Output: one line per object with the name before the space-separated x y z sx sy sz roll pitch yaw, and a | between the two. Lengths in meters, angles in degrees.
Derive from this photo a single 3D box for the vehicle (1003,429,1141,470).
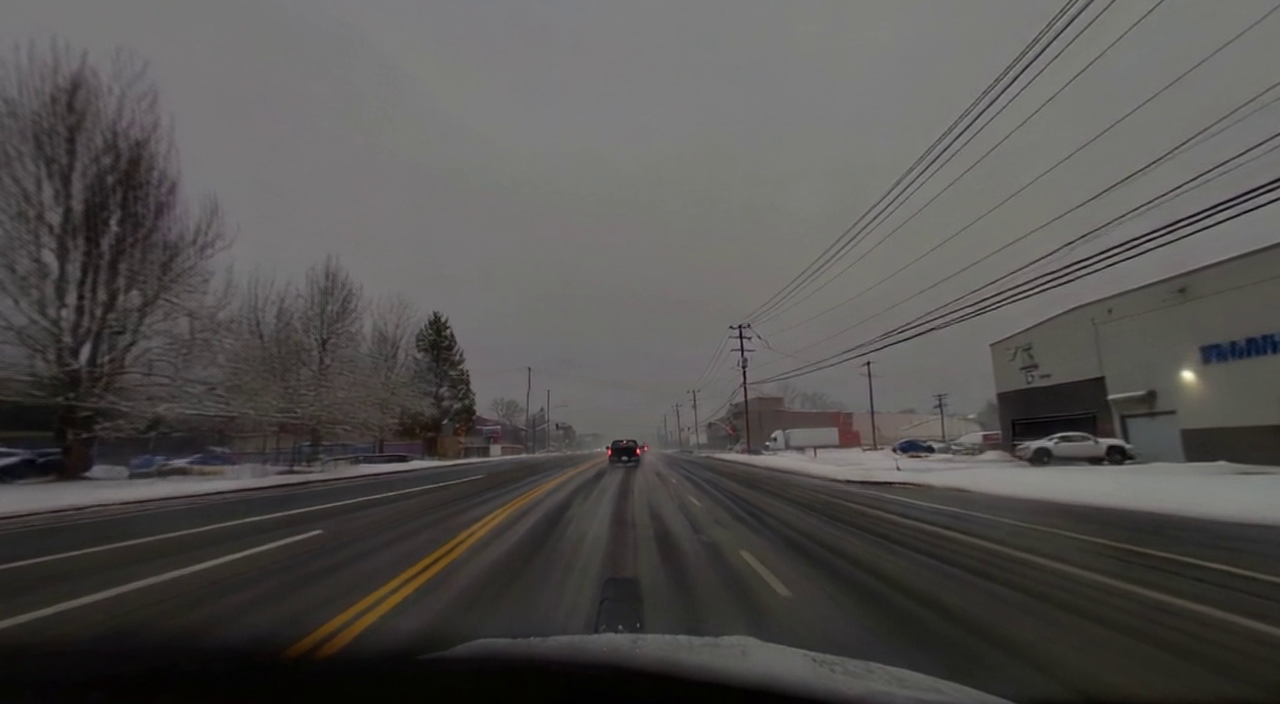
vehicle | 23.281 5.281 34.231 5.669 2.073 2.297 -1 -8 2

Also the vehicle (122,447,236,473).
vehicle | -26.475 6.191 36.417 4.728 1.431 2.287 0 -8 -2

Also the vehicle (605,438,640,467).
vehicle | -0.967 5.747 36.227 1.937 1.588 3.746 0 -8 0
